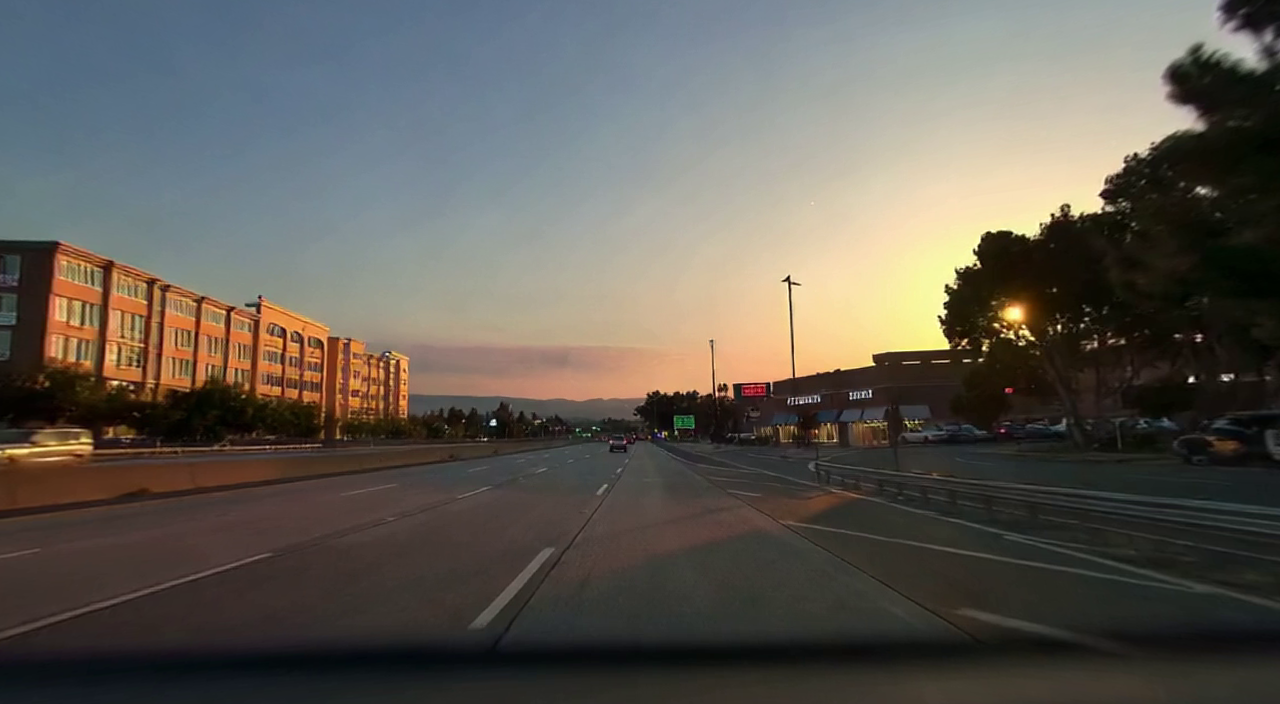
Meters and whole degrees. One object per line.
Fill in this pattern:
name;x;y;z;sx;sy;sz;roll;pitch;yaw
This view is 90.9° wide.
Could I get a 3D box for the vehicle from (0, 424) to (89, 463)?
vehicle;-25.141;3.774;25.890;1.799;1.466;3.554;0;-9;-2
